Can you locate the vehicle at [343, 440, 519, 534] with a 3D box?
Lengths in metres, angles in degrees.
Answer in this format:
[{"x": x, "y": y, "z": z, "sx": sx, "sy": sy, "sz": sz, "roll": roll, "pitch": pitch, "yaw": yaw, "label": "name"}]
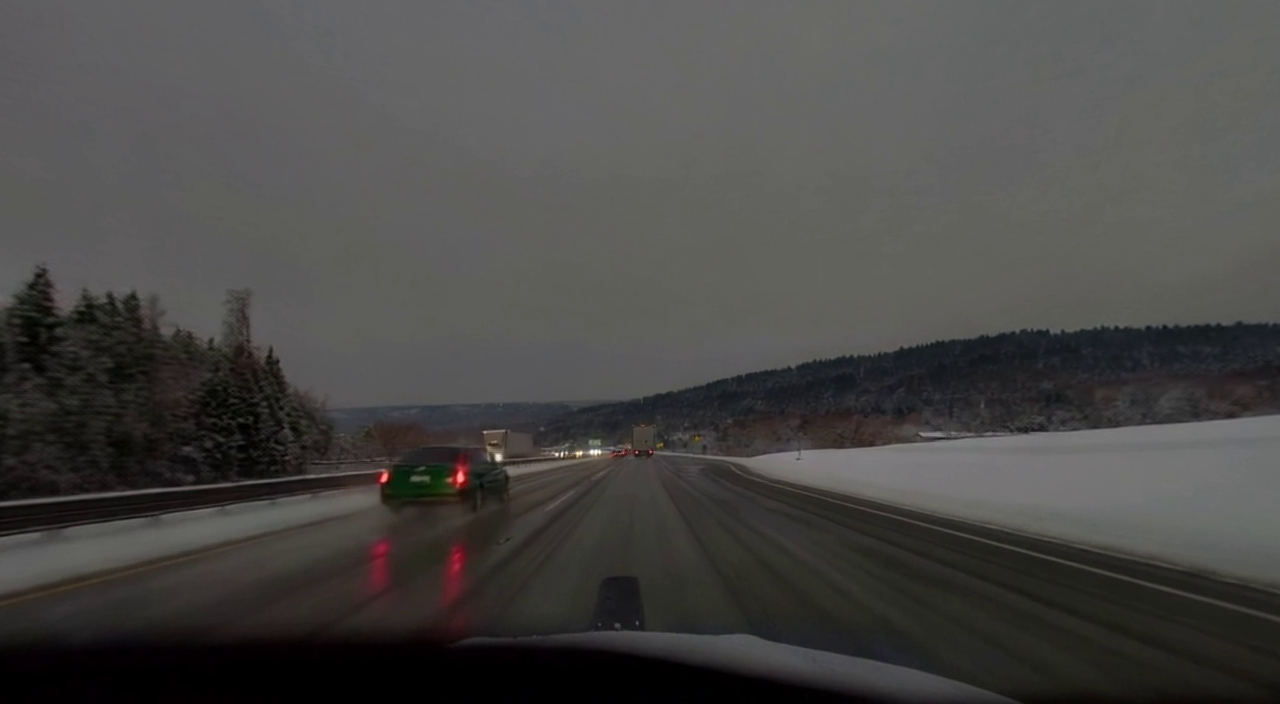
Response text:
[{"x": -3.718, "y": 2.469, "z": 12.121, "sx": 1.886, "sy": 1.465, "sz": 4.119, "roll": 0, "pitch": -9, "yaw": 1, "label": "vehicle"}]
